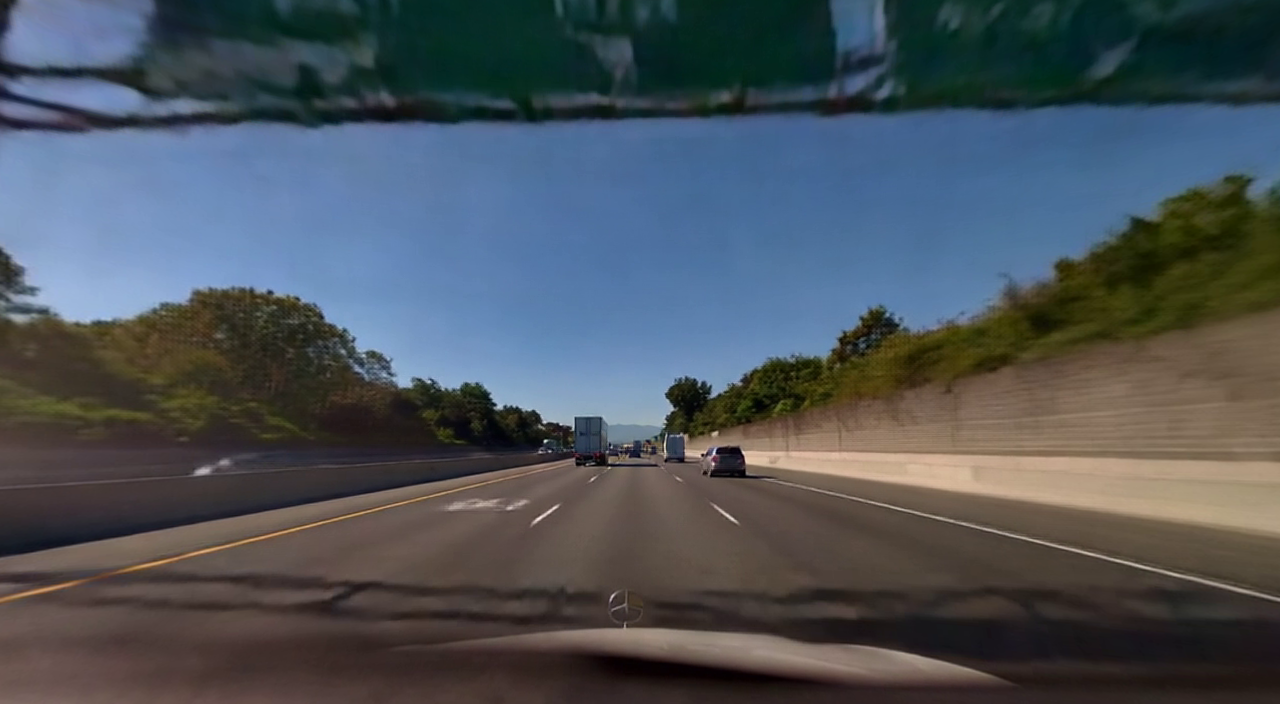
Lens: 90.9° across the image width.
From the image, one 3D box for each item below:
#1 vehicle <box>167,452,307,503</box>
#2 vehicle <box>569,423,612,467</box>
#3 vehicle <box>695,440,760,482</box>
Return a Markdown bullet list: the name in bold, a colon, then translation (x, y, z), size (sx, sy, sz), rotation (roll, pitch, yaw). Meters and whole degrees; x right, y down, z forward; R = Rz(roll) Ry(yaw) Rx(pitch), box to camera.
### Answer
- **vehicle**: translation (-14.560, 4.525, 23.217), size (1.774, 1.640, 5.138), rotation (0, -9, 0)
- **vehicle**: translation (-3.770, 7.292, 49.168), size (2.667, 3.195, 6.731), rotation (0, -9, 1)
- **vehicle**: translation (3.456, 4.388, 25.628), size (1.983, 1.545, 4.038), rotation (0, -9, -1)
